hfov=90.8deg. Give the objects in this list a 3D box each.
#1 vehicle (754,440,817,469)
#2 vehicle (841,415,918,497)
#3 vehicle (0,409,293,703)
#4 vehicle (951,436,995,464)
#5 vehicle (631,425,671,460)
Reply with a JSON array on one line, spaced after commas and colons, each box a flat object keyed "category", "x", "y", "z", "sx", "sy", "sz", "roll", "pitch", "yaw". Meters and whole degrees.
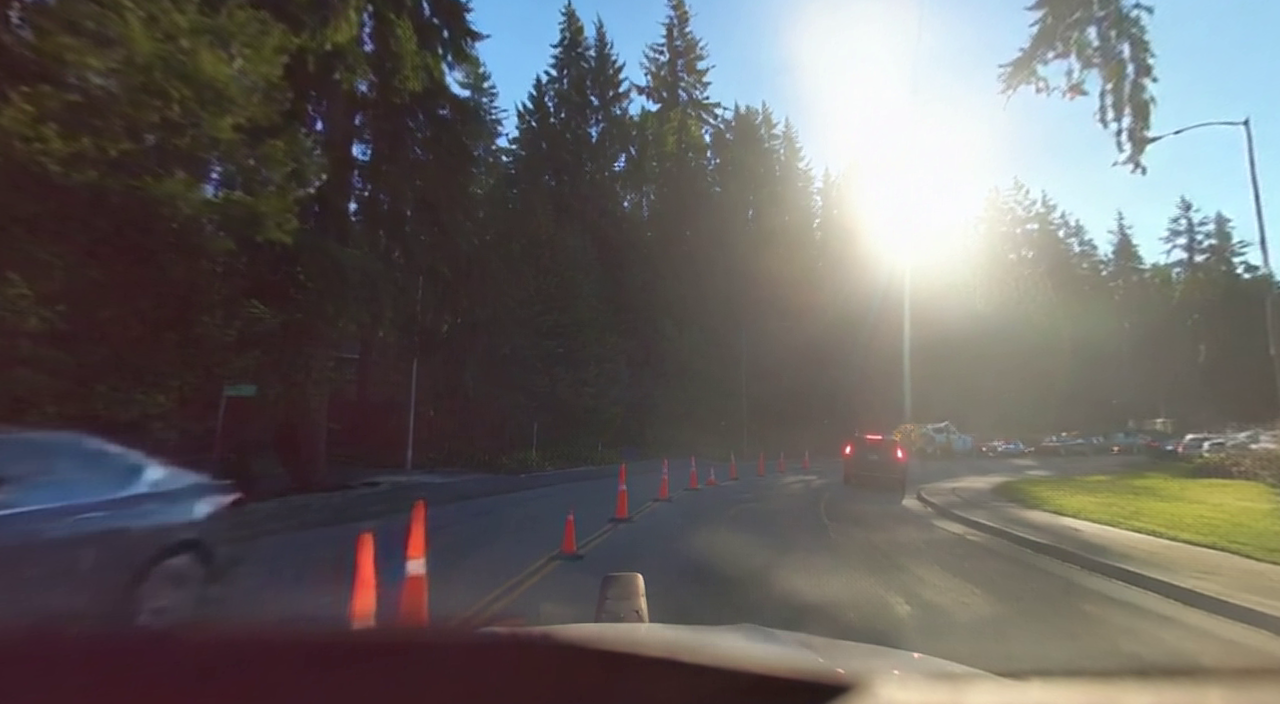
[{"category": "vehicle", "x": 8.016, "y": 5.555, "z": 34.513, "sx": 1.933, "sy": 1.428, "sz": 4.449, "roll": -5, "pitch": -10, "yaw": 33}, {"category": "vehicle", "x": 7.150, "y": 3.080, "z": 19.151, "sx": 1.913, "sy": 2.241, "sz": 3.024, "roll": -3, "pitch": -7, "yaw": 17}, {"category": "vehicle", "x": -3.878, "y": 1.016, "z": 2.905, "sx": 1.945, "sy": 1.494, "sz": 4.201, "roll": 0, "pitch": -8, "yaw": 4}, {"category": "vehicle", "x": 22.347, "y": 6.524, "z": 42.284, "sx": 2.030, "sy": 1.774, "sz": 3.884, "roll": -5, "pitch": -10, "yaw": 34}, {"category": "vehicle", "x": 0.885, "y": 7.082, "z": 49.608, "sx": 2.665, "sy": 2.465, "sz": 1.532, "roll": 1, "pitch": -6, "yaw": 22}]
